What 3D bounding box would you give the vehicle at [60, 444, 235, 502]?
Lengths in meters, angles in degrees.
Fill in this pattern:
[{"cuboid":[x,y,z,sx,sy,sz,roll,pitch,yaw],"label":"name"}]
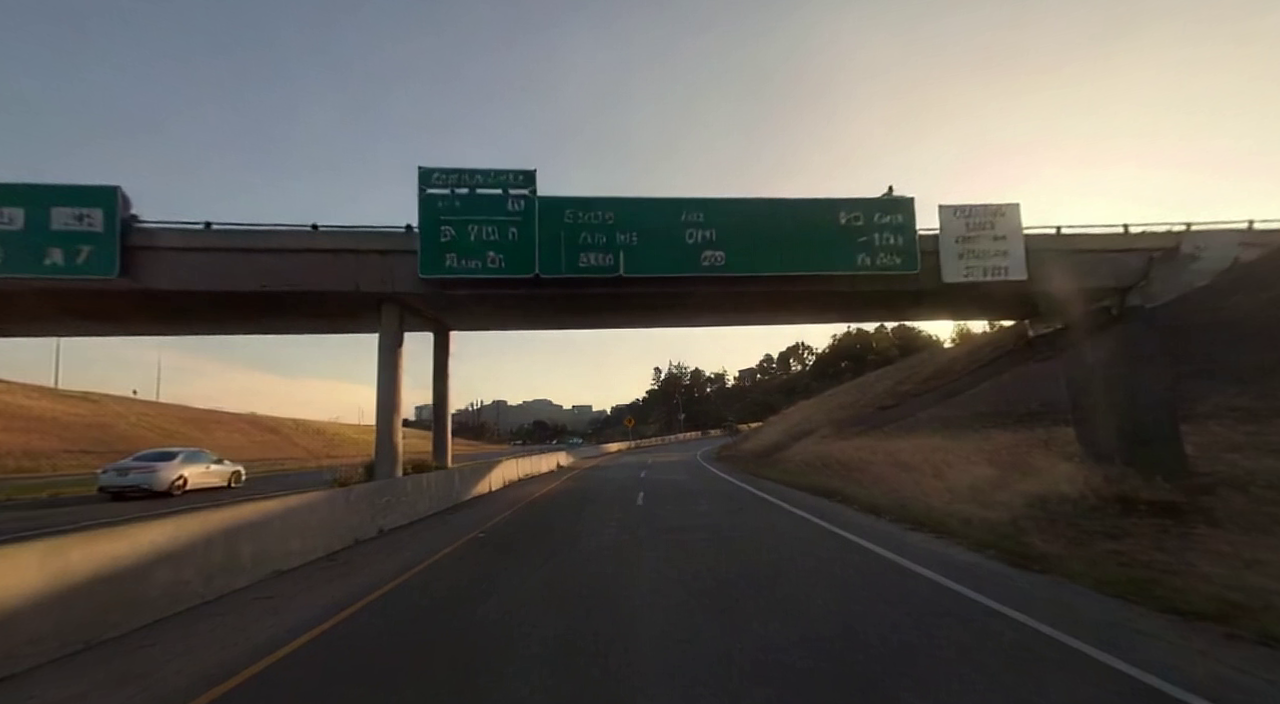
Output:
[{"cuboid":[-14.351,3.497,18.696,1.895,1.451,4.168,0,-8,-1],"label":"vehicle"}]
